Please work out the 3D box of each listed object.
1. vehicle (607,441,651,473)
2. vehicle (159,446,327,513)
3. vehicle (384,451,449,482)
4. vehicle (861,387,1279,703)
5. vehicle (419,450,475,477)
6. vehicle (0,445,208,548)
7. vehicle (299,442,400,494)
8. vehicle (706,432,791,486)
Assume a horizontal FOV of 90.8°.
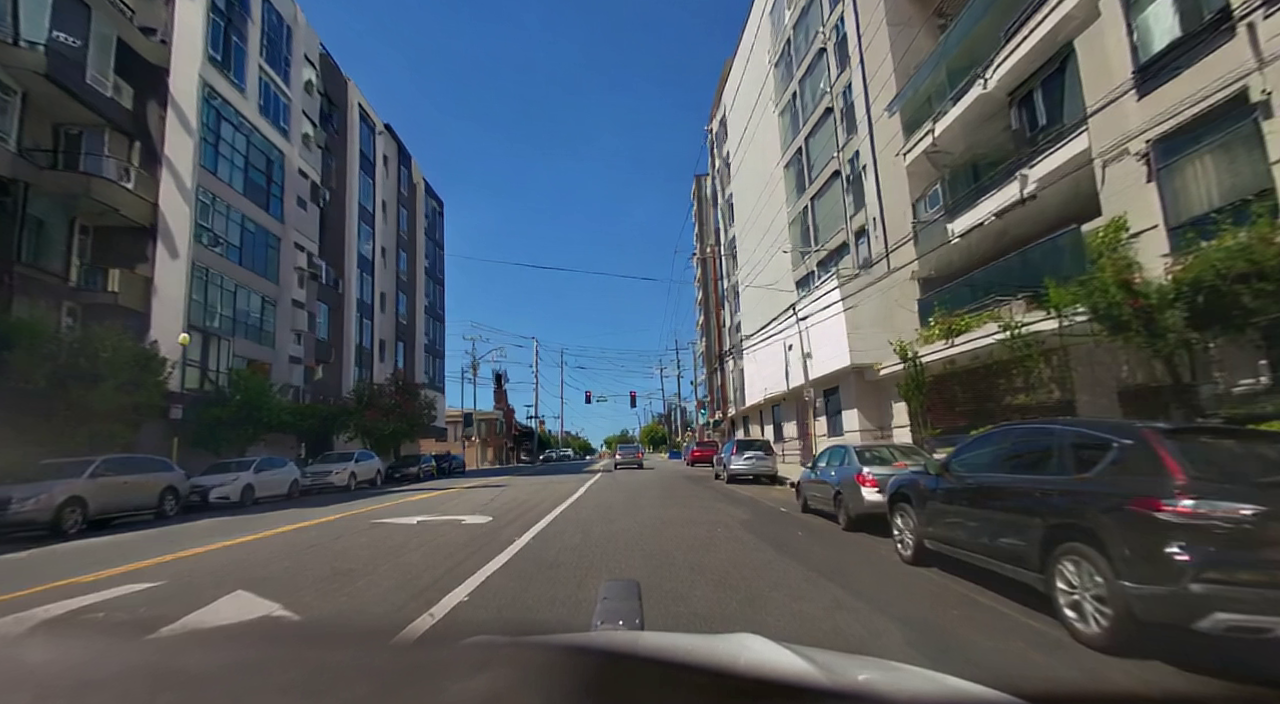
[{"bbox_3d":[-0.492,5.120,30.952,2.019,1.453,4.129,0,-8,1],"label":"vehicle"},{"bbox_3d":[-11.787,3.754,19.241,2.039,1.781,4.536,0,-8,1],"label":"vehicle"},{"bbox_3d":[-11.854,6.065,33.754,2.004,1.526,3.807,0,-8,1],"label":"vehicle"},{"bbox_3d":[3.966,1.381,5.853,1.973,1.660,5.031,0,-8,0],"label":"vehicle"},{"bbox_3d":[-11.672,6.732,38.544,1.910,1.498,4.662,0,-8,1],"label":"vehicle"},{"bbox_3d":[-11.740,2.917,13.524,1.920,1.813,4.372,0,-8,-1],"label":"vehicle"},{"bbox_3d":[-11.778,4.684,26.047,1.997,1.918,4.736,0,-8,-1],"label":"vehicle"},{"bbox_3d":[3.795,3.859,23.029,2.186,1.764,4.470,0,-8,-2],"label":"vehicle"}]
